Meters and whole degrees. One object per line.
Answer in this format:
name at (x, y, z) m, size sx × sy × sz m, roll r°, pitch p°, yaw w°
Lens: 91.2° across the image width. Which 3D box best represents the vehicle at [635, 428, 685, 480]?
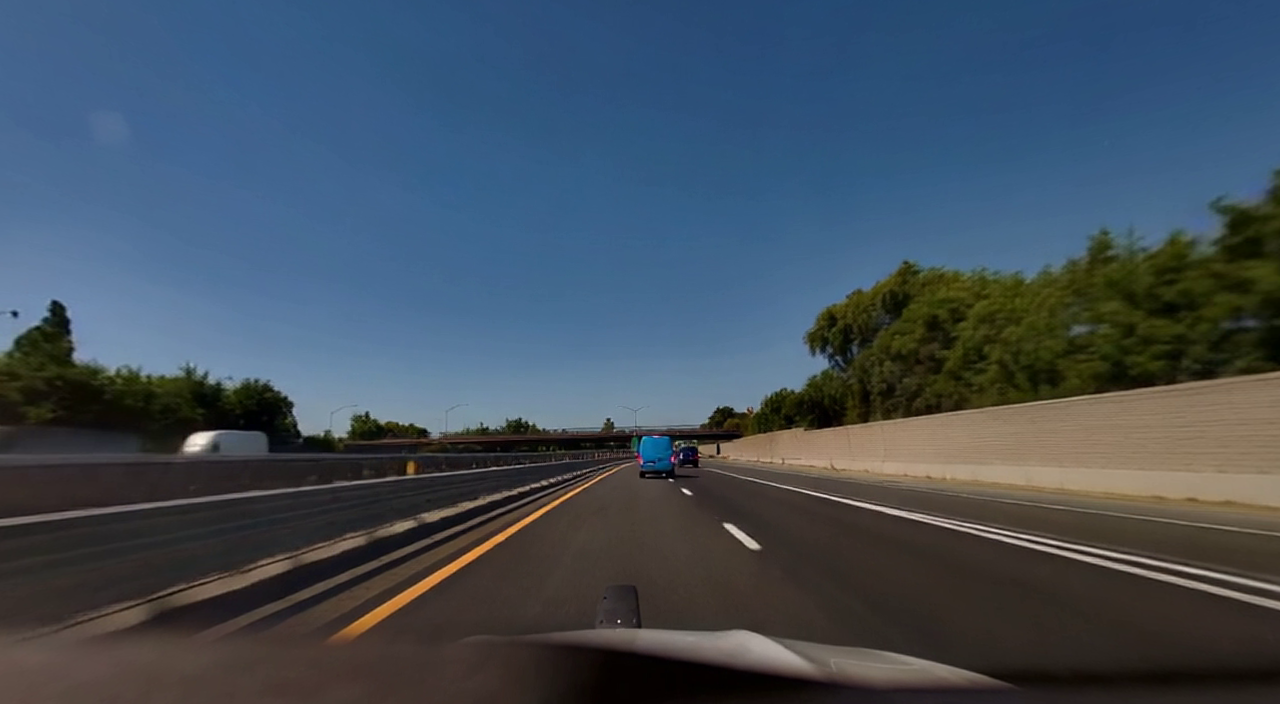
vehicle at (1.075, 5.659, 34.894) m, size 2.560 × 2.598 × 5.581 m, roll -1°, pitch -9°, yaw 1°
